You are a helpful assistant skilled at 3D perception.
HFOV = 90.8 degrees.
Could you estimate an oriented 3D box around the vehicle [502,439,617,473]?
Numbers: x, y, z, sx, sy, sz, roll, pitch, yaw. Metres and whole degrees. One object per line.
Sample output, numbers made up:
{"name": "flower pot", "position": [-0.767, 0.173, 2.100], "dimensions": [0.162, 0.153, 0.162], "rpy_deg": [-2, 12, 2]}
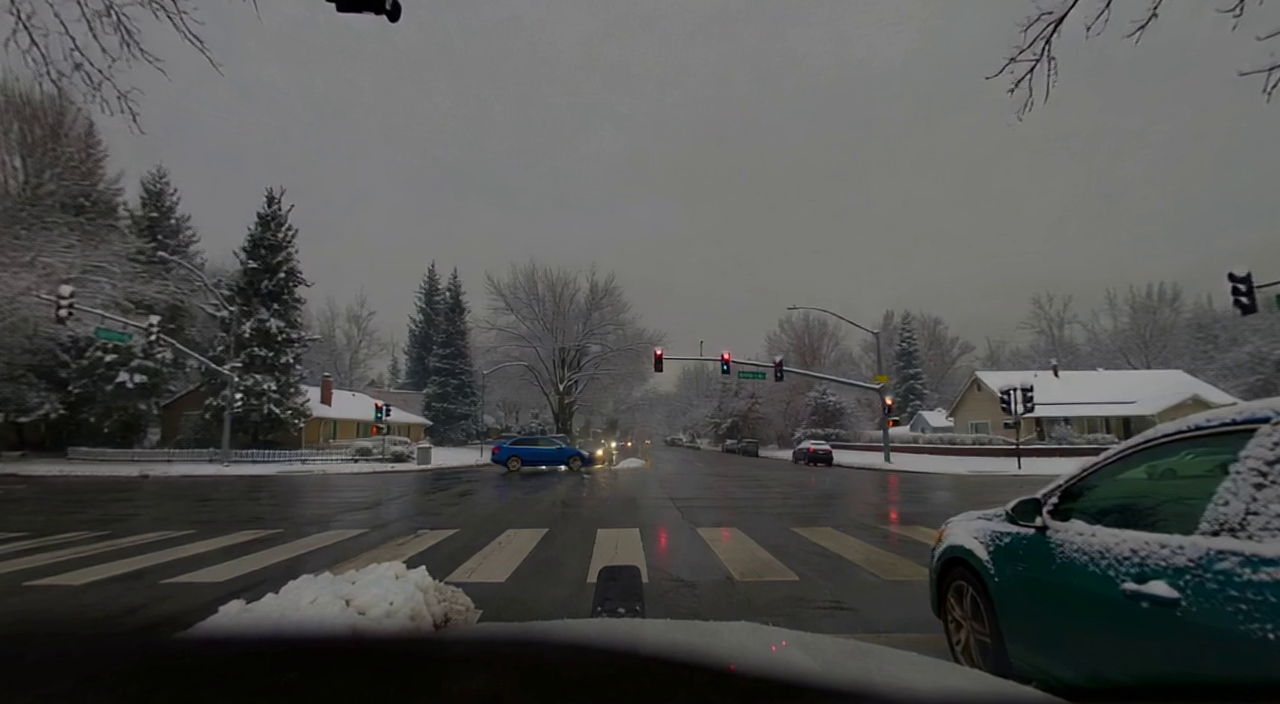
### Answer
{"name": "vehicle", "position": [-3.776, 4.938, 30.161], "dimensions": [4.999, 1.518, 2.104], "rpy_deg": [6, -10, -34]}

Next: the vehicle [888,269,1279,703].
{"name": "vehicle", "position": [2.705, 0.708, 1.720], "dimensions": [2.085, 1.800, 4.908], "rpy_deg": [0, -9, 1]}
